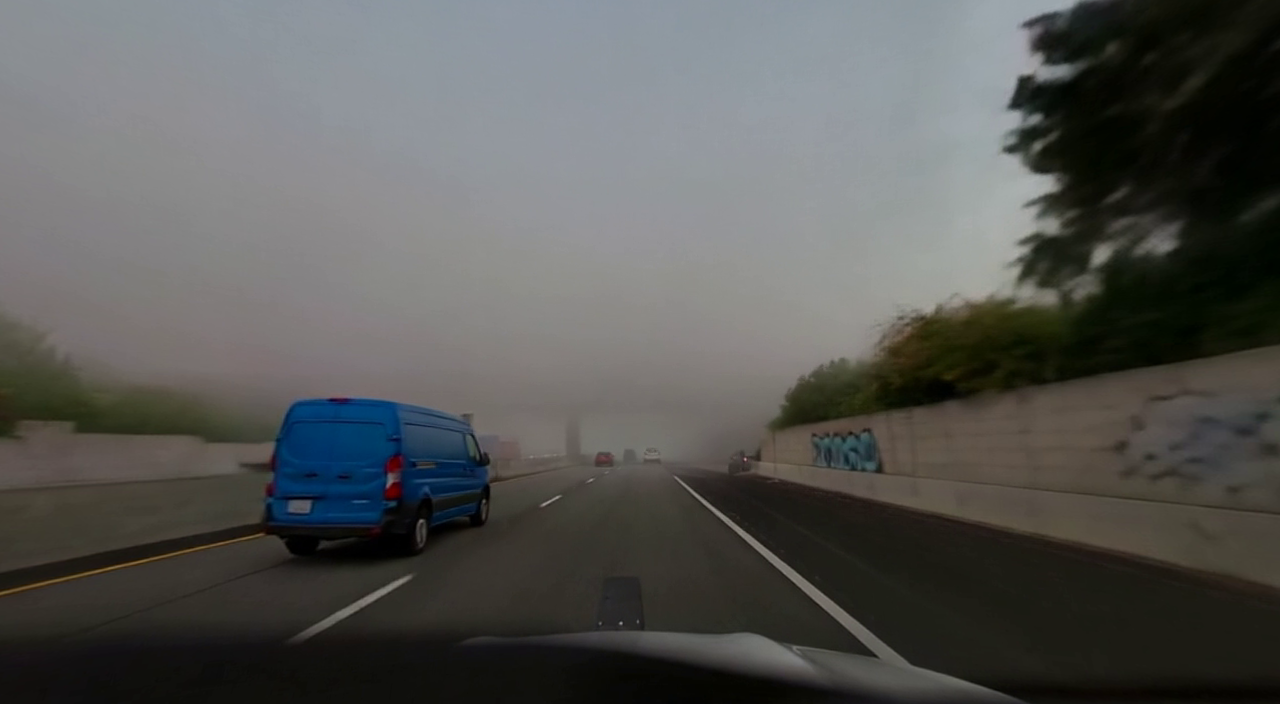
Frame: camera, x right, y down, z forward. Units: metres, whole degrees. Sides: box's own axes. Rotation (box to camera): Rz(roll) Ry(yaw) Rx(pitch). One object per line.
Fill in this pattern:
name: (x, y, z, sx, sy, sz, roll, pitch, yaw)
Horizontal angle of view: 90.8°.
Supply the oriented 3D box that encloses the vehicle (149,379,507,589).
vehicle: (-3.584, 1.666, 8.769, 2.310, 2.030, 5.094, 0, -9, 0)
